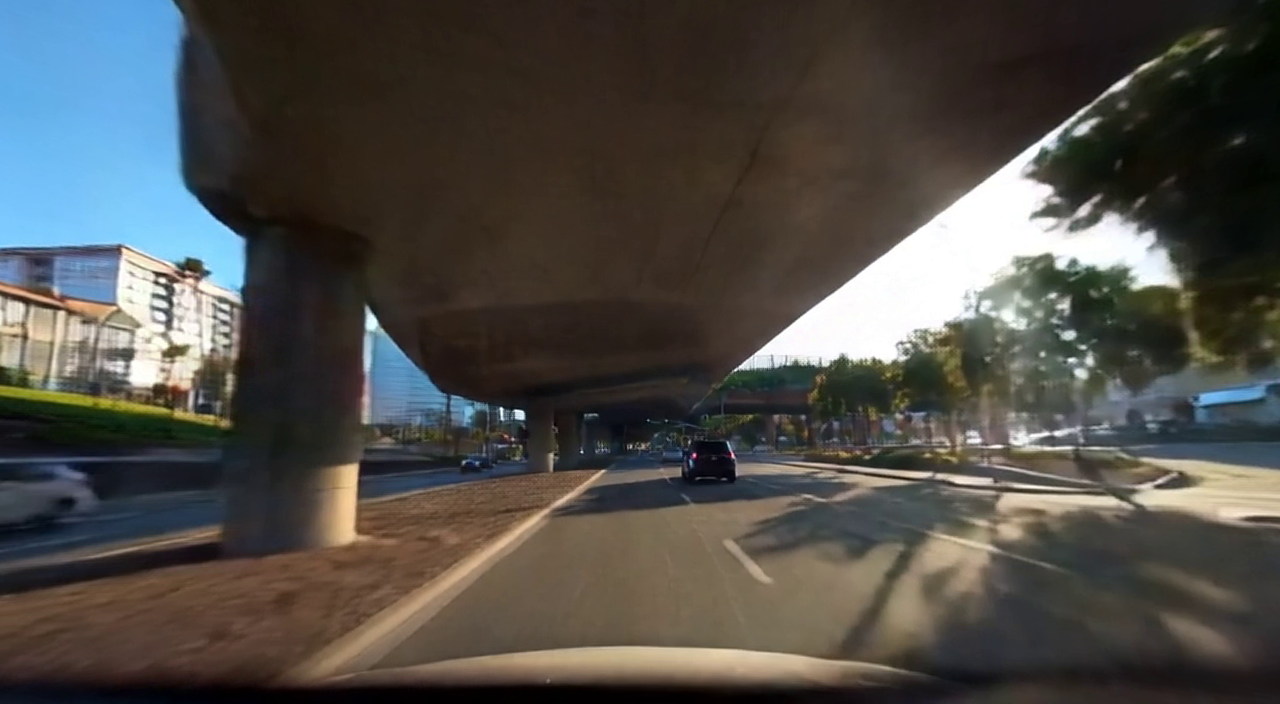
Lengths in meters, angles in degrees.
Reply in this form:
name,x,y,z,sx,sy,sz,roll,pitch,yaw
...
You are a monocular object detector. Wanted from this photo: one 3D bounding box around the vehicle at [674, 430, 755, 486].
name,x,y,z,sx,sy,sz,roll,pitch,yaw
vehicle,2.856,4.298,25.858,2.559,2.017,5.562,0,-9,-1
